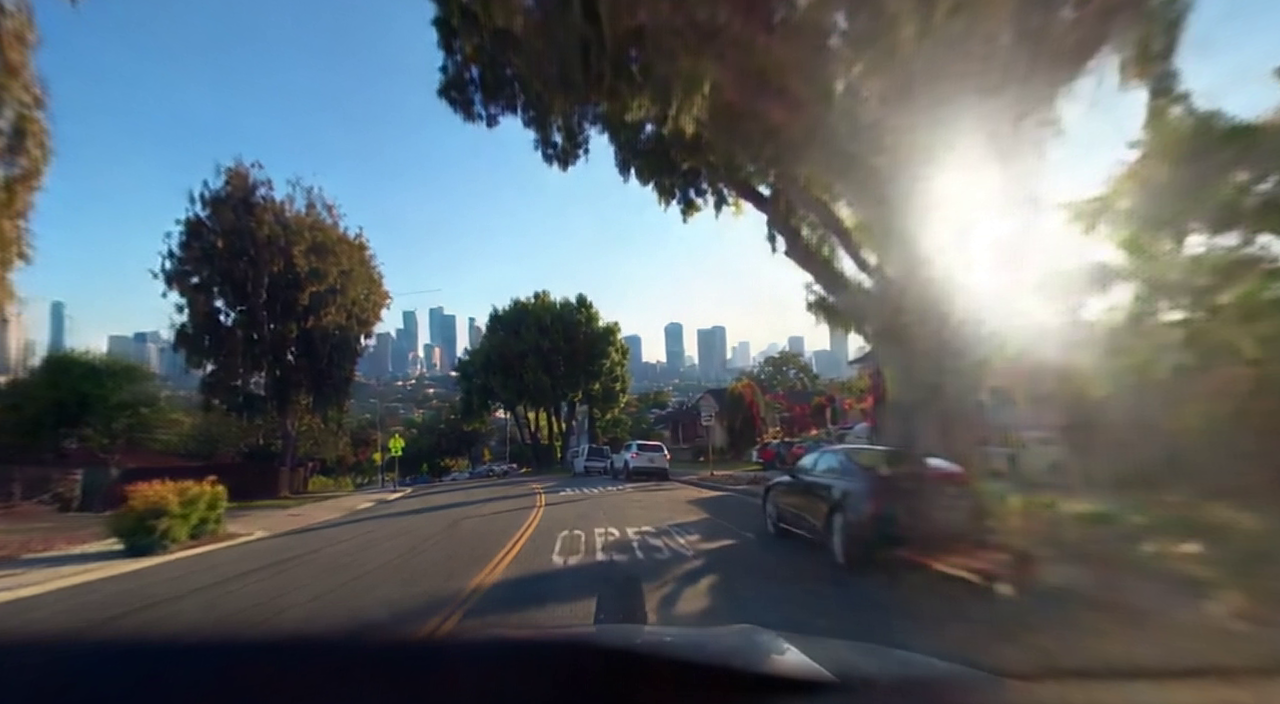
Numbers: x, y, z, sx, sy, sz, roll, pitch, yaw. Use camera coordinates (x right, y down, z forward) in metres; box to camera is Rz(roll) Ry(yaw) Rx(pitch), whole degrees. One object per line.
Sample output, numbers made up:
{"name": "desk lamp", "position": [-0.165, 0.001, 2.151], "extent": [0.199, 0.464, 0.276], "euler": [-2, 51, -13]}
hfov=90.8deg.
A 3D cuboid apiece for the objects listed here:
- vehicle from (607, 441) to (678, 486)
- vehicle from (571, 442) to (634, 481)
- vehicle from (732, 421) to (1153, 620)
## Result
{"name": "vehicle", "position": [-0.020, 4.570, 26.369], "extent": [1.965, 1.663, 4.744], "euler": [2, -9, -13]}
{"name": "vehicle", "position": [-2.116, 5.754, 33.623], "extent": [2.180, 1.849, 5.423], "euler": [2, -9, -16]}
{"name": "vehicle", "position": [2.729, 1.660, 7.437], "extent": [2.181, 1.494, 5.023], "euler": [0, -8, -4]}
